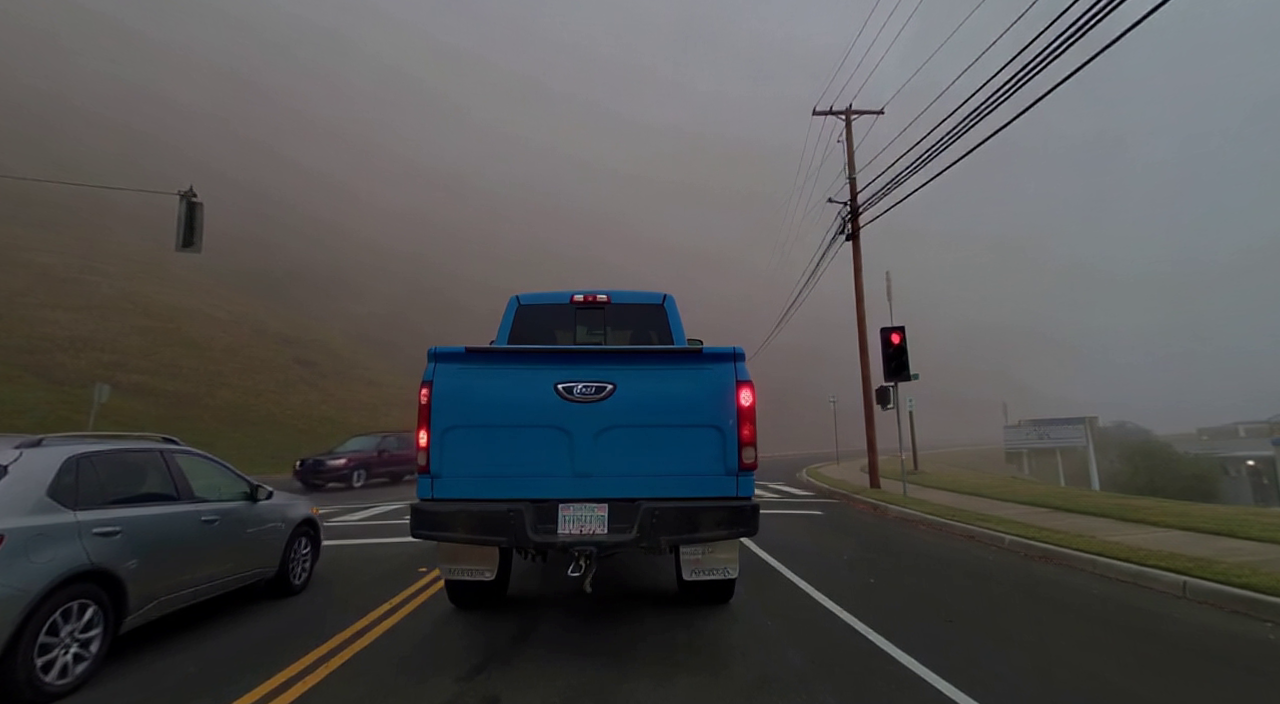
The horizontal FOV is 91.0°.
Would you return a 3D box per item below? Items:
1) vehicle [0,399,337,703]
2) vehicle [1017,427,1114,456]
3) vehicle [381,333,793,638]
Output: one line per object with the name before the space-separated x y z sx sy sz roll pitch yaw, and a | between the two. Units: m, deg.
vehicle | -3.960 1.188 3.982 2.017 1.555 4.150 -1 -9 0
vehicle | 25.569 5.395 37.926 4.419 1.496 1.854 -2 -9 1
vehicle | -0.422 1.323 7.209 2.859 2.144 5.406 0 -9 -1
